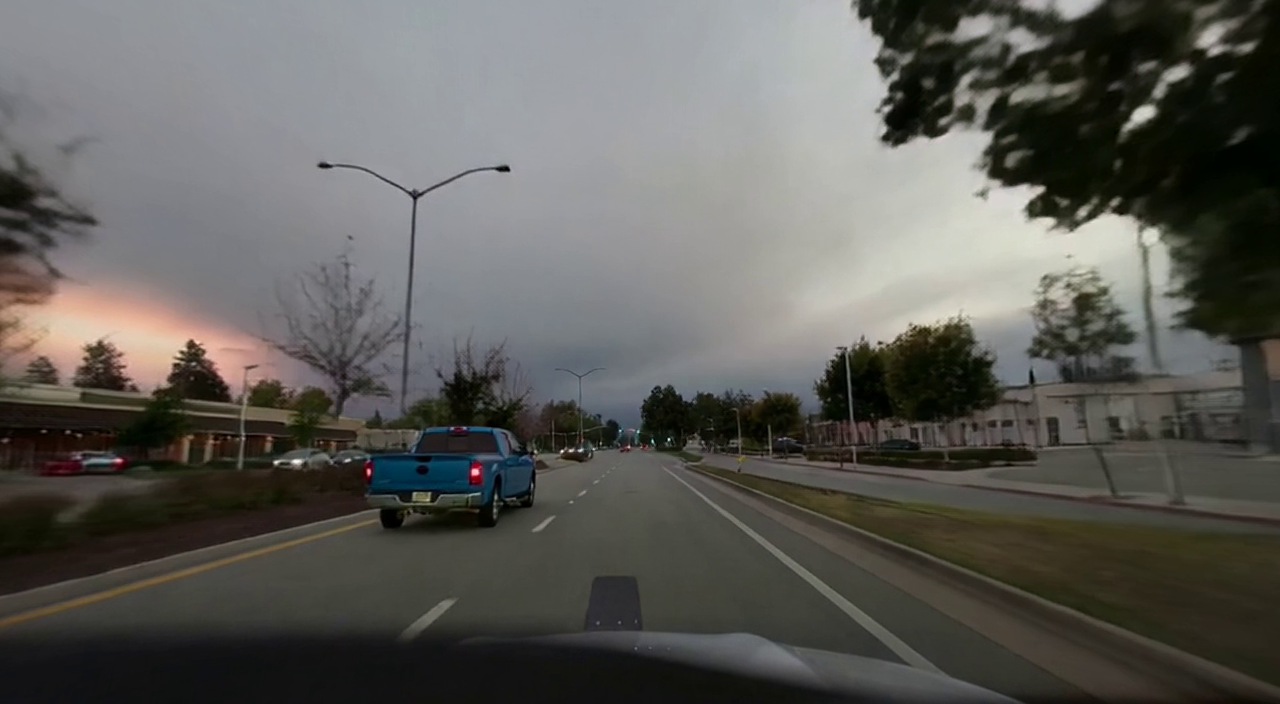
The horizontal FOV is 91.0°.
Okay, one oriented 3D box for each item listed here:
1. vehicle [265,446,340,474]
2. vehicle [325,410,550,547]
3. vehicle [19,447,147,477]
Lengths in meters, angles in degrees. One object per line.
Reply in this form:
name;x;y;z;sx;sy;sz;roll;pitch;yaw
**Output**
vehicle;-21.294;6.816;39.978;1.840;1.510;5.115;-2;-8;2
vehicle;-3.059;2.073;11.059;2.065;1.790;5.417;0;-9;1
vehicle;-28.513;5.624;32.293;4.702;1.485;2.024;-1;-9;3
